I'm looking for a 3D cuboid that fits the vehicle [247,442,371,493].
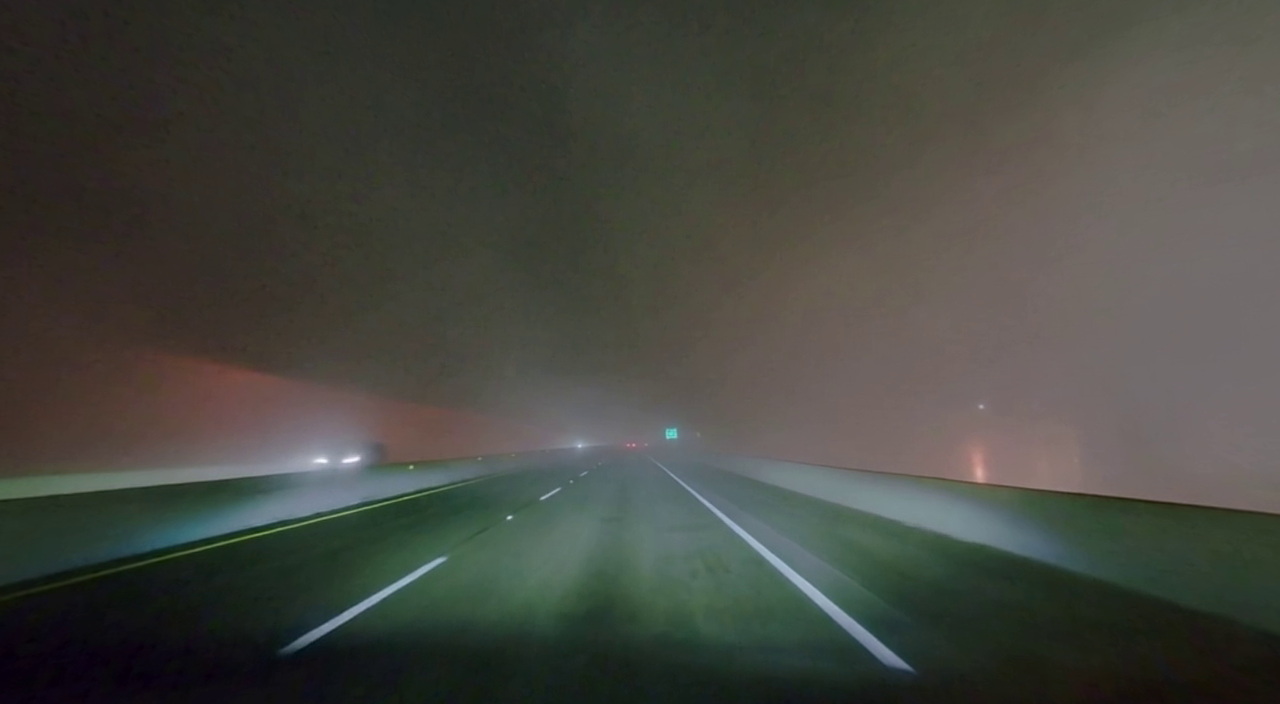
[{"bbox_3d":[-10.631,3.690,20.577,1.837,1.448,4.088,0,-8,0],"label":"vehicle"}]
